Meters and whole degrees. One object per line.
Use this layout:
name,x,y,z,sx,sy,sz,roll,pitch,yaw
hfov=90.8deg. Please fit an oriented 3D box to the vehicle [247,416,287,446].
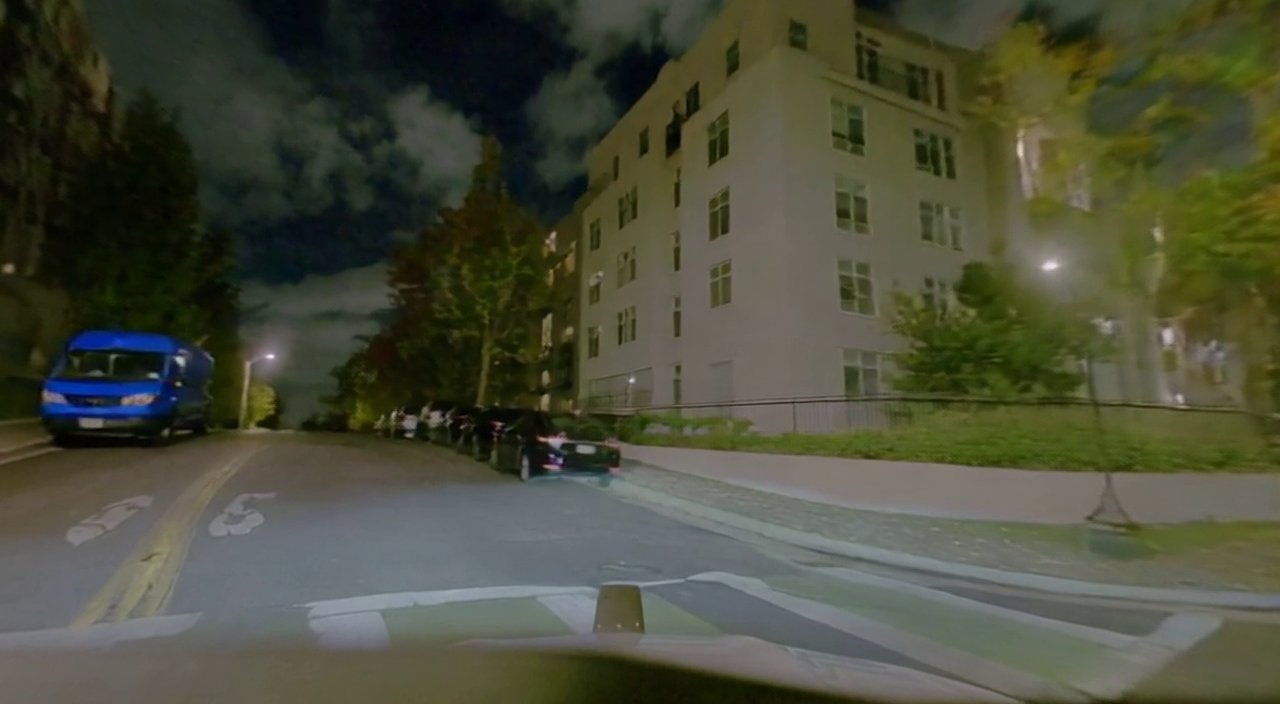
vehicle,-25.653,5.411,43.588,2.090,1.674,4.457,1,-3,-27

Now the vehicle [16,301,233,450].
vehicle,-11.535,0.791,14.924,2.546,2.664,6.863,1,-7,-27

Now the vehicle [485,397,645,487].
vehicle,-1.674,1.783,12.496,1.827,1.436,4.322,4,-9,-25
